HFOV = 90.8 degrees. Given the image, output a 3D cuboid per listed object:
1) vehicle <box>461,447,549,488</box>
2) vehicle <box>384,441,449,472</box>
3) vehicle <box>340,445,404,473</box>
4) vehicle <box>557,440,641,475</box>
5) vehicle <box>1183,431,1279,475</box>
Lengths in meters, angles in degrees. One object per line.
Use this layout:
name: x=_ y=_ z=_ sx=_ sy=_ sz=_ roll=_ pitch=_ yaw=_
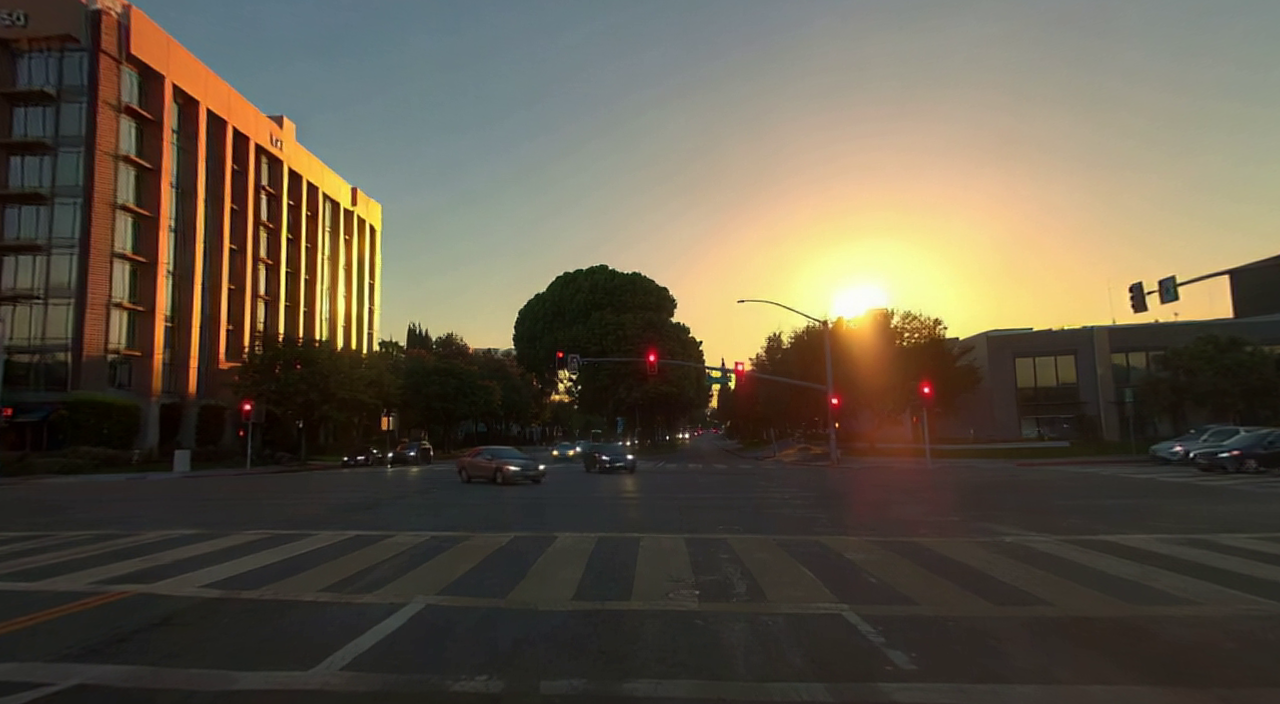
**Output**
vehicle: x=-4.911 y=4.082 z=22.611 sx=1.910 sy=1.288 sz=4.093 roll=5 pitch=-10 yaw=-29
vehicle: x=-15.136 y=7.121 z=43.243 sx=2.340 sy=1.946 sz=5.450 roll=-1 pitch=-9 yaw=1
vehicle: x=-18.558 y=7.408 z=44.080 sx=2.237 sy=1.842 sz=5.116 roll=0 pitch=-9 yaw=0
vehicle: x=-1.998 y=4.852 z=29.171 sx=2.109 sy=1.461 sz=4.637 roll=4 pitch=-10 yaw=-28
vehicle: x=22.324 y=3.559 z=22.367 sx=4.474 sy=1.477 sz=1.908 roll=0 pitch=-9 yaw=-3
